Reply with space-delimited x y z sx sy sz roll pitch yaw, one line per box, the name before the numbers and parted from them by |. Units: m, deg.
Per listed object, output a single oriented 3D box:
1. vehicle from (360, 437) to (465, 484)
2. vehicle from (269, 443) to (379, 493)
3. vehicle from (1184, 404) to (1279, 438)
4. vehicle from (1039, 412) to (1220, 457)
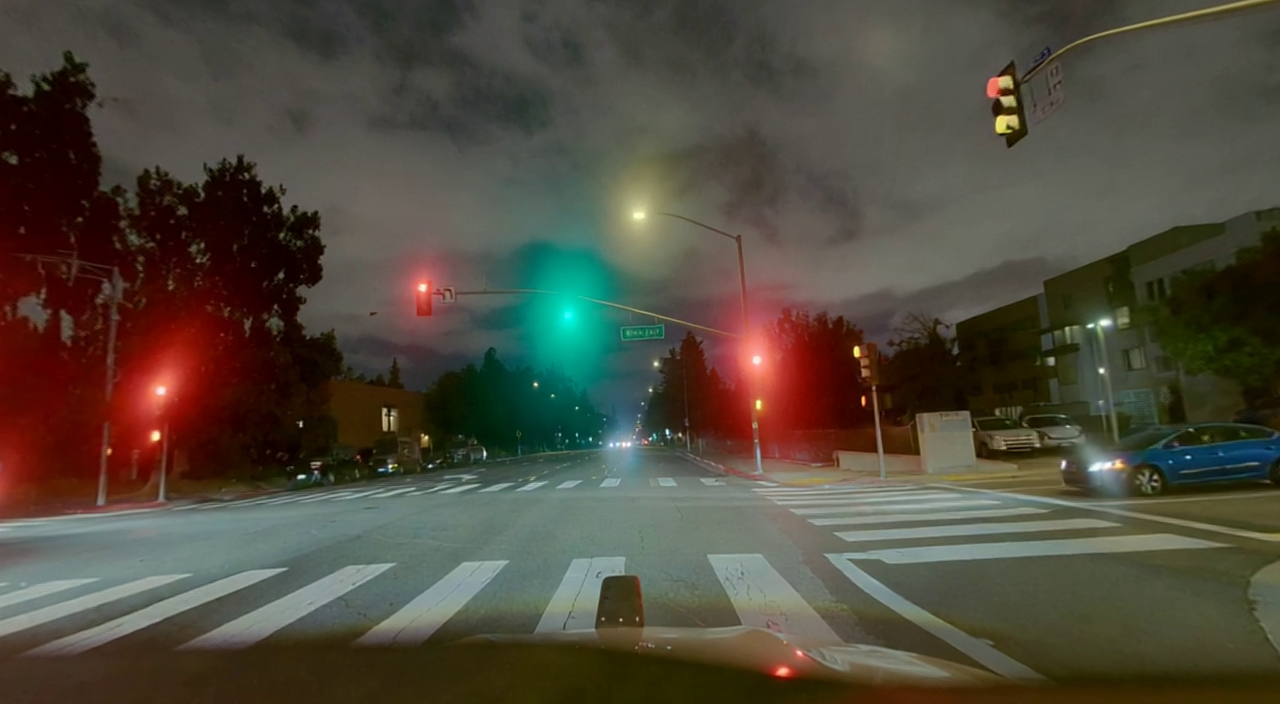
vehicle | -10.175 4.921 28.956 2.664 1.940 5.702 0 -9 0
vehicle | -13.804 5.068 28.046 2.306 1.957 4.968 0 -9 -1
vehicle | 34.785 4.020 36.666 4.326 1.511 1.725 -8 -9 17
vehicle | 16.912 2.913 22.139 4.560 1.453 1.851 -3 -9 18
